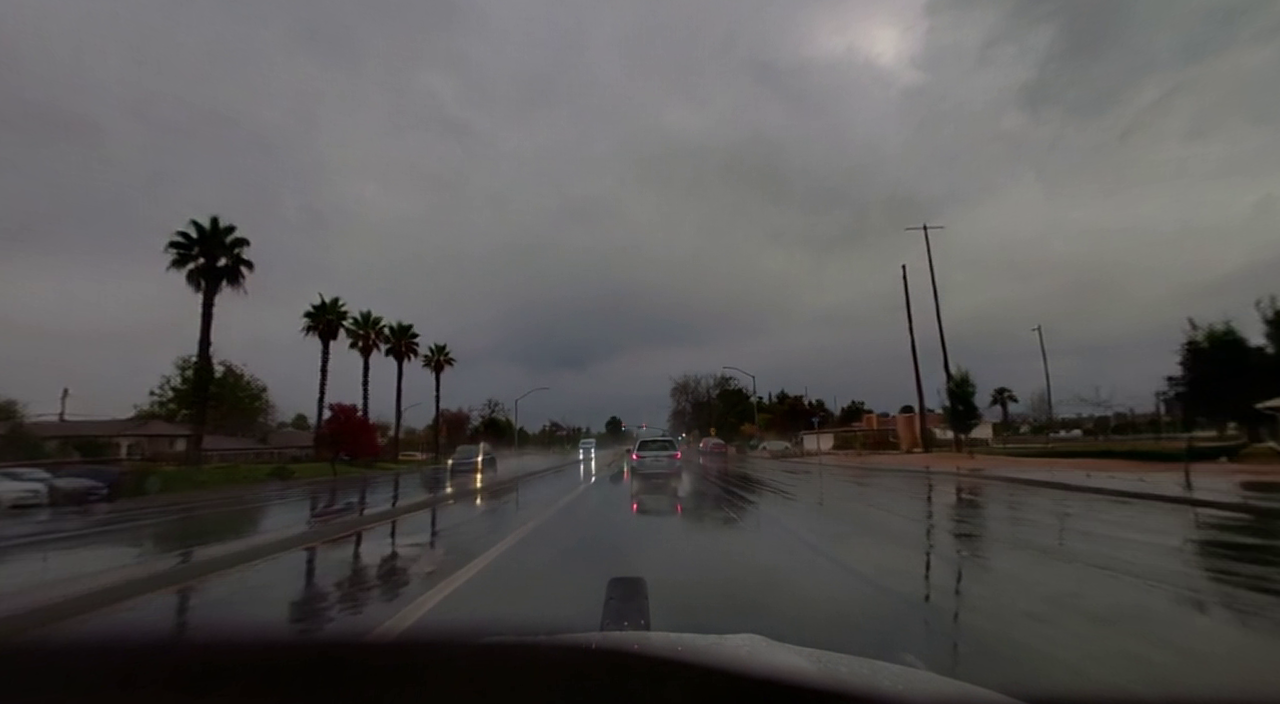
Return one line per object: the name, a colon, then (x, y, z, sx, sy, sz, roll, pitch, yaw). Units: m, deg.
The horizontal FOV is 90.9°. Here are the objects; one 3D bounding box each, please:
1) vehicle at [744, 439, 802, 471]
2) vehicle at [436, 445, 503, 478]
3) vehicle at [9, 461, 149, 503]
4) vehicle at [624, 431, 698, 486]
vehicle: (6.595, 5.162, 31.746, 1.897, 1.477, 4.360, 0, -8, 0)
vehicle: (-8.288, 5.358, 31.118, 1.951, 1.499, 4.710, 0, -8, 1)
vehicle: (-23.492, 5.421, 26.668, 1.834, 1.499, 4.346, 0, -8, 1)
vehicle: (0.609, 3.601, 21.637, 2.289, 1.679, 4.180, 0, -8, -1)
